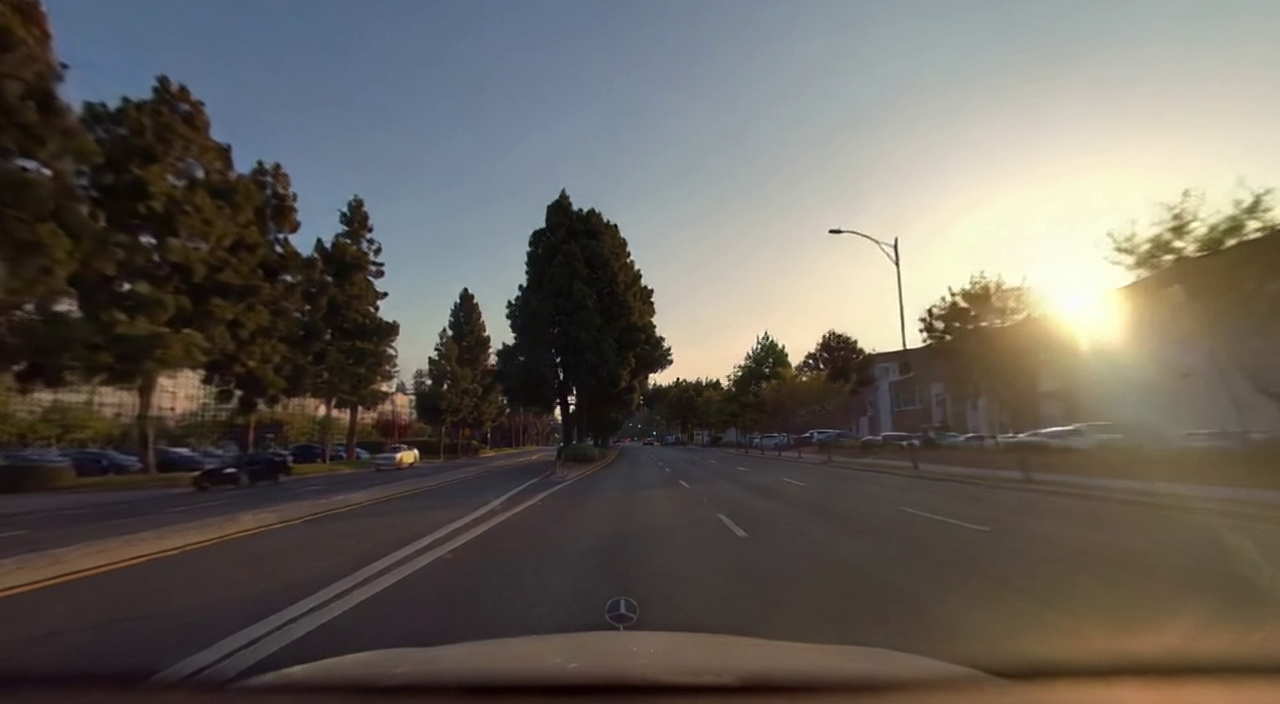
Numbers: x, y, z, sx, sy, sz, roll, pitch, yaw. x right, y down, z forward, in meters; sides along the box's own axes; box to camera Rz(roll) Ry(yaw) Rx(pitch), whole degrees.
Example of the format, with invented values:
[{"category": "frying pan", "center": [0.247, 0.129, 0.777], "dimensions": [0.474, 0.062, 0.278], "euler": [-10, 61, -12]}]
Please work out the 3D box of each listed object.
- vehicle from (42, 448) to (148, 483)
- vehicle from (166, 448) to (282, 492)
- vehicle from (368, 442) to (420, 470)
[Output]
[{"category": "vehicle", "center": [-31.009, 6.422, 36.149], "dimensions": [2.126, 1.801, 4.563], "euler": [0, -8, -3]}, {"category": "vehicle", "center": [-17.542, 4.965, 26.980], "dimensions": [1.977, 1.664, 4.562], "euler": [0, -8, -3]}, {"category": "vehicle", "center": [-18.704, 7.925, 48.293], "dimensions": [2.178, 1.947, 5.078], "euler": [-1, -8, -2]}]
